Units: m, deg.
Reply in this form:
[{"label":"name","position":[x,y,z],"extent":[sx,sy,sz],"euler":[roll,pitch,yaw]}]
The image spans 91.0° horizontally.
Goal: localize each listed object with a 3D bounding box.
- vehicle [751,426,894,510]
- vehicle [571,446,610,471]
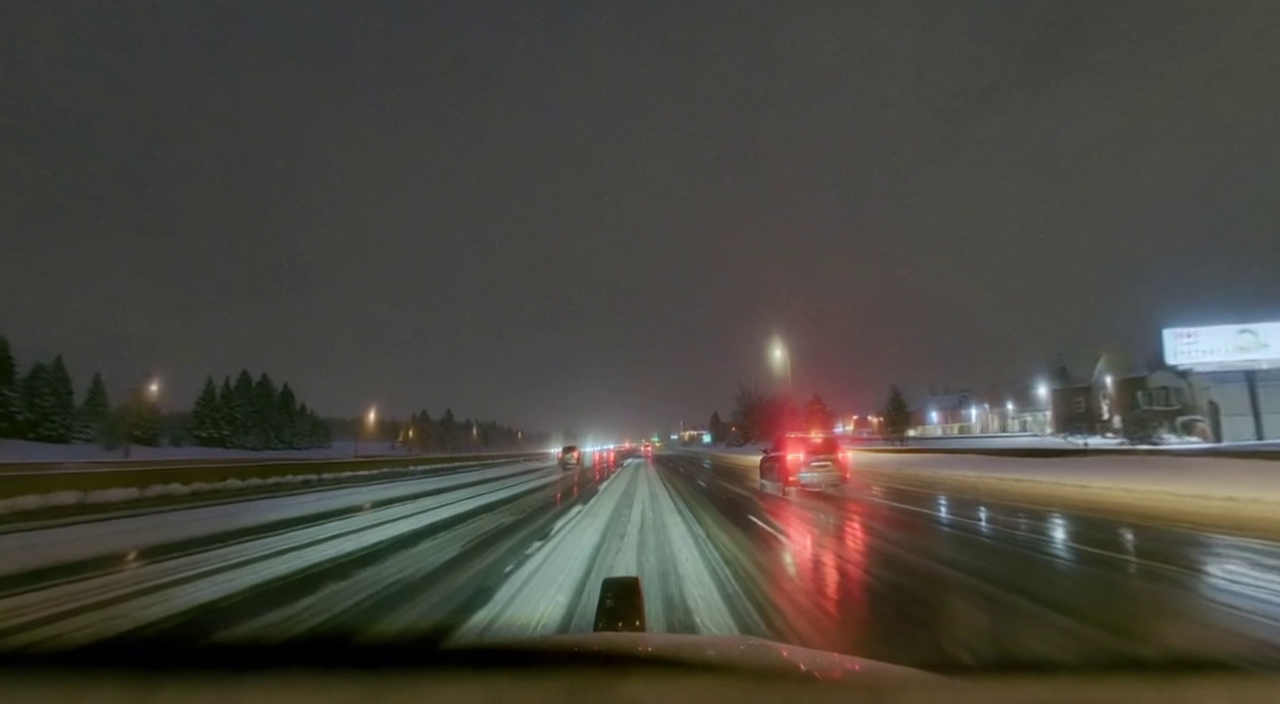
[{"label":"vehicle","position":[4.296,2.816,15.756],"extent":[2.109,1.764,4.704],"euler":[0,-9,0]},{"label":"vehicle","position":[-3.103,6.785,40.317],"extent":[2.139,1.510,4.506],"euler":[0,-9,0]}]
